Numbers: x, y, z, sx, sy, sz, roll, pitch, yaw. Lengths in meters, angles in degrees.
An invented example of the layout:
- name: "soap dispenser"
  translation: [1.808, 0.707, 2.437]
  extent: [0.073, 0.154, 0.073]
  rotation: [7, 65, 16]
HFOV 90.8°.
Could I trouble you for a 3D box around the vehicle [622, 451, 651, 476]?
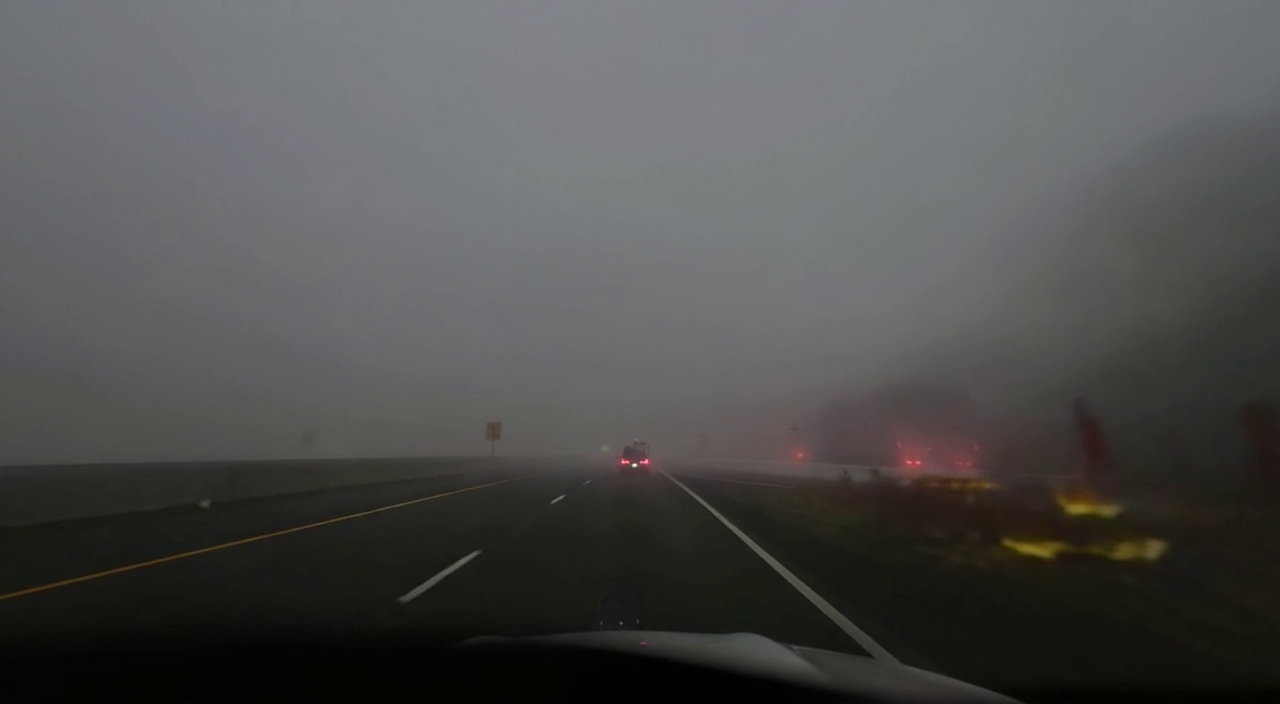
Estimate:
- name: "vehicle"
  translation: [-0.173, 6.842, 38.843]
  extent: [1.695, 1.437, 3.506]
  rotation: [0, -9, 1]
